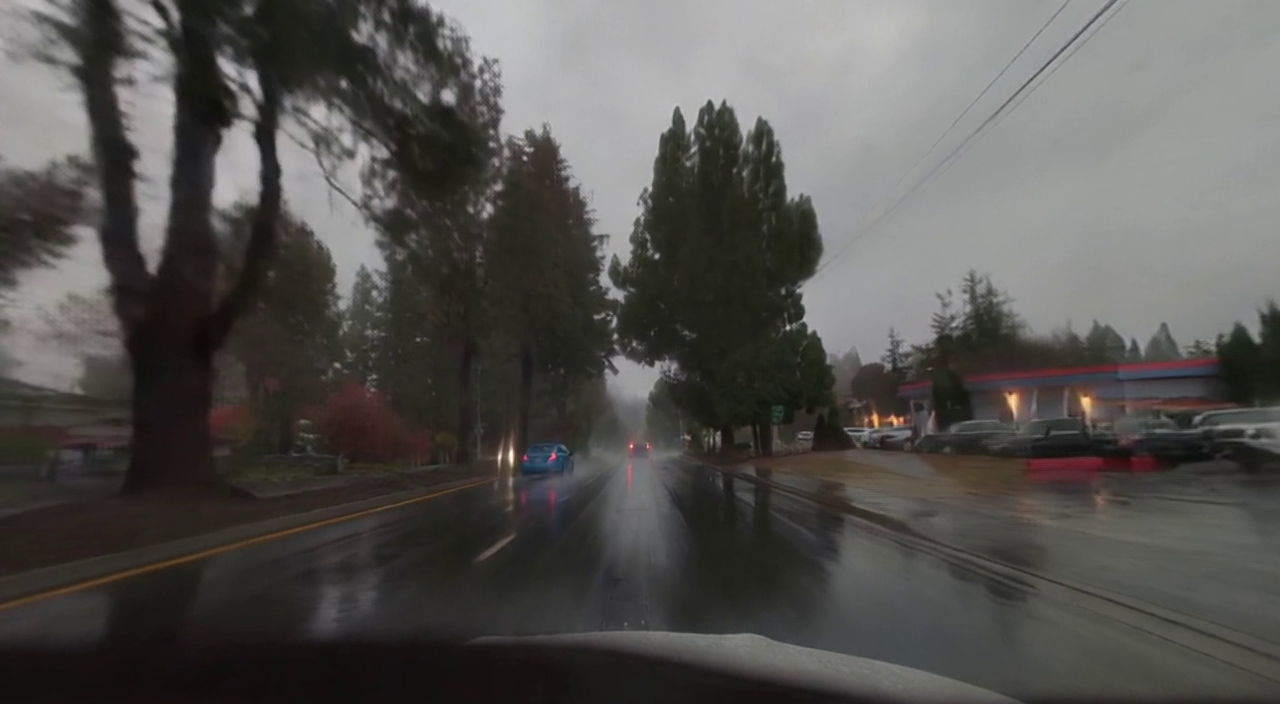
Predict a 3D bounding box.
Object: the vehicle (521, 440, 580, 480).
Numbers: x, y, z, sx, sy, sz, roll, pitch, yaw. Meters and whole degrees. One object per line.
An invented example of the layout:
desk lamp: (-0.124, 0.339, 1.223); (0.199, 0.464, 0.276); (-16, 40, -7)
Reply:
vehicle: (-3.937, 4.814, 28.417); (1.914, 1.630, 4.351); (0, -8, 1)
